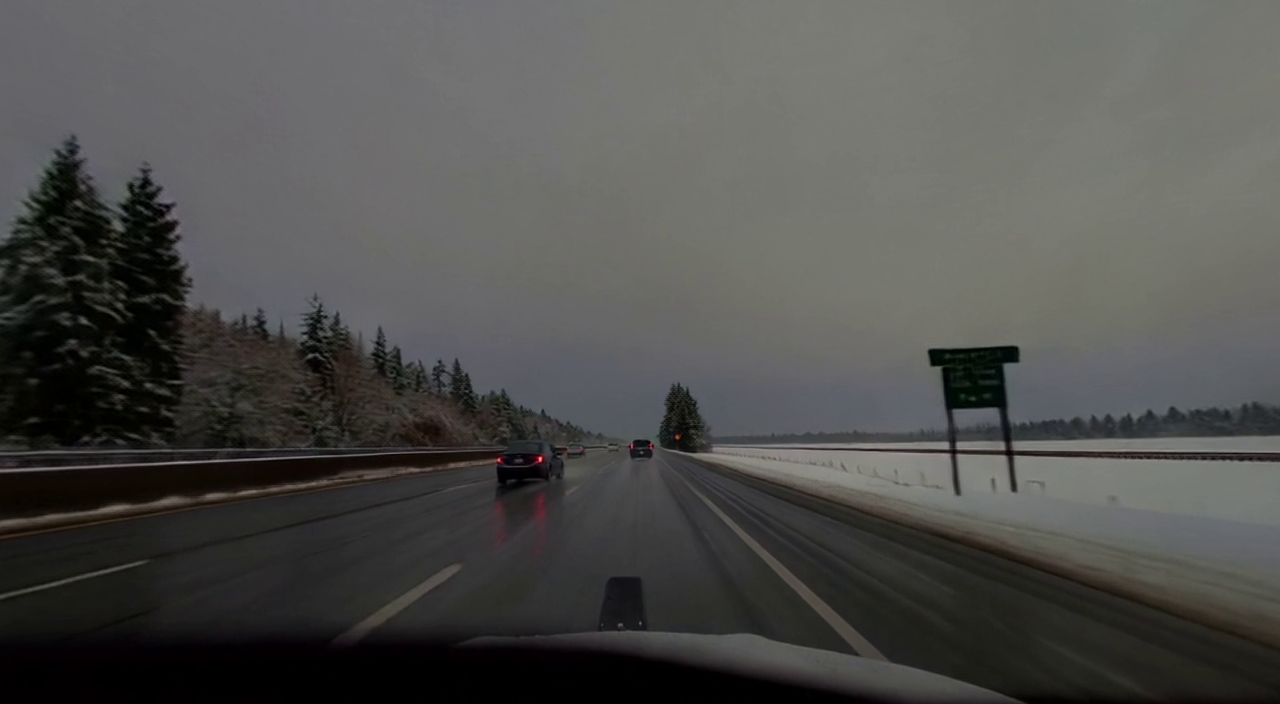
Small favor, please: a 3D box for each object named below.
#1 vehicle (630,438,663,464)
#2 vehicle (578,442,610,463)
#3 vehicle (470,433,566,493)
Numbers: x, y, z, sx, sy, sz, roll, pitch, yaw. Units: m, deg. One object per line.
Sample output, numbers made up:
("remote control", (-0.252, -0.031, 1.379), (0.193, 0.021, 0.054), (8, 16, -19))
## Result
("vehicle", (0.423, 6.983, 44.576), (2.259, 1.697, 4.106), (0, -8, 0))
("vehicle", (-3.471, 7.611, 47.919), (2.066, 1.497, 4.253), (0, -8, 1))
("vehicle", (-3.684, 3.443, 19.950), (2.028, 1.634, 4.441), (0, -8, 1))
